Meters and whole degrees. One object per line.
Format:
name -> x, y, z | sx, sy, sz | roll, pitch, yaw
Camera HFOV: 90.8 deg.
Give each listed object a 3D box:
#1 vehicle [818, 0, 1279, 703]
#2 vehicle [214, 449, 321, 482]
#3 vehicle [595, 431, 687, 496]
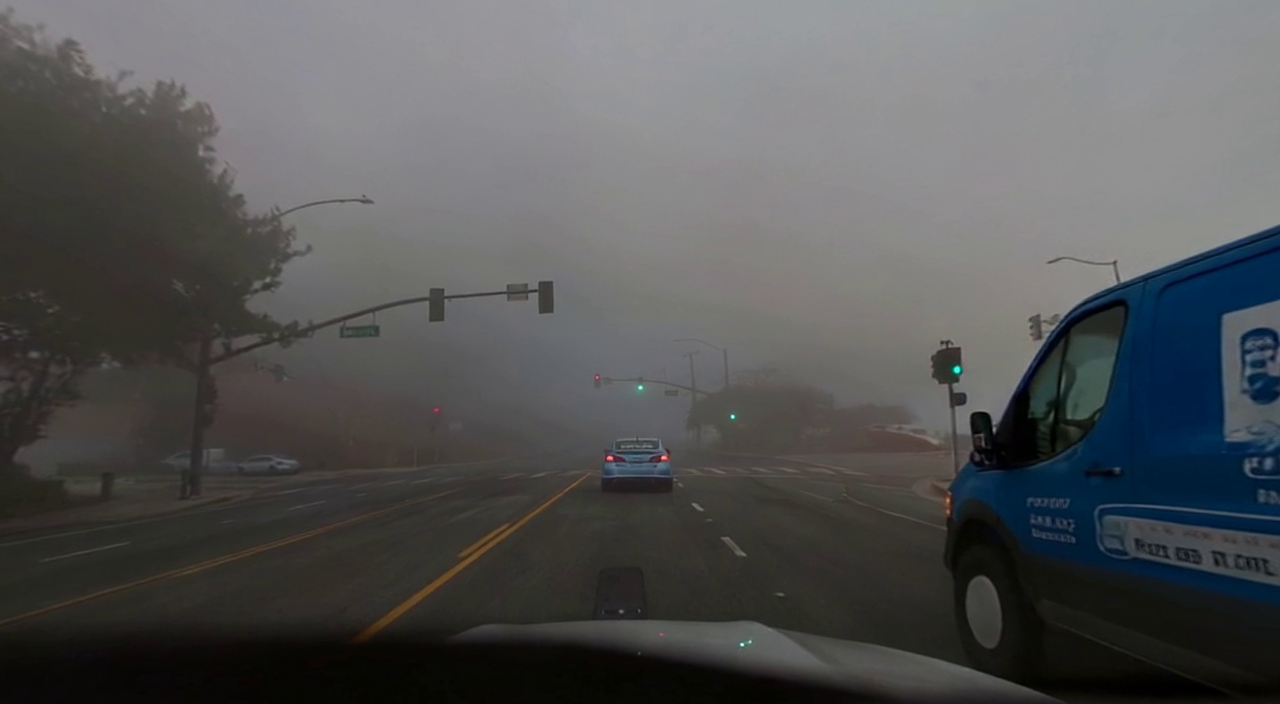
vehicle -> 2.949, 0.143, 1.882 | 2.770, 3.054, 7.271 | 0, -9, 1
vehicle -> -20.018, 6.106, 34.086 | 4.588, 1.703, 1.879 | -1, -9, 1
vehicle -> 0.008, 2.846, 16.436 | 2.104, 1.462, 3.991 | 0, -9, 0
